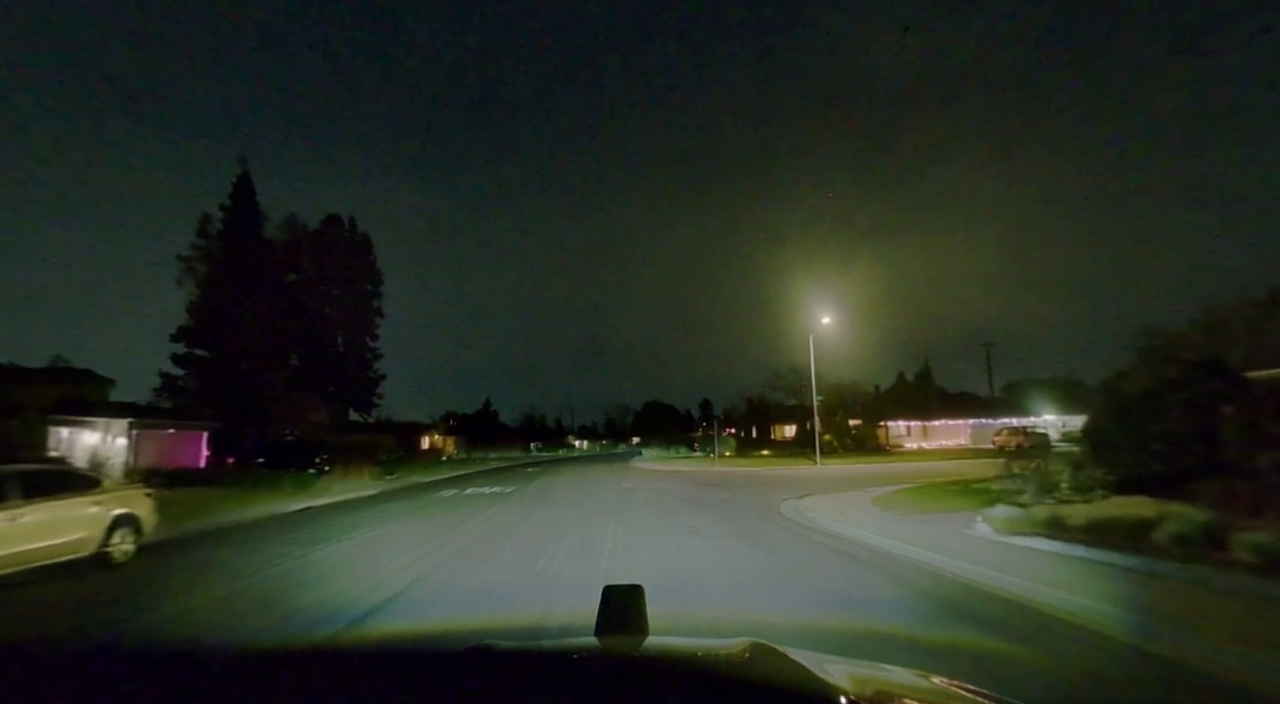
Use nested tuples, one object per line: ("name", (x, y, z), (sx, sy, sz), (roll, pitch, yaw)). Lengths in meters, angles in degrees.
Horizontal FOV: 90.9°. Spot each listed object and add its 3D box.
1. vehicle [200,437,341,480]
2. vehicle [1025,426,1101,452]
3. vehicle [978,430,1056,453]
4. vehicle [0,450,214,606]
("vehicle", (-16.176, 4.679, 27.859), (4.837, 1.785, 2.115), (1, -8, -6))
("vehicle", (29.299, 6.063, 43.859), (1.794, 1.635, 4.469), (-1, -9, -6))
("vehicle", (26.084, 6.235, 43.846), (1.845, 1.450, 4.991), (3, -9, -8))
("vehicle", (-7.343, 1.855, 6.767), (2.069, 1.487, 5.470), (-1, -9, -4))
